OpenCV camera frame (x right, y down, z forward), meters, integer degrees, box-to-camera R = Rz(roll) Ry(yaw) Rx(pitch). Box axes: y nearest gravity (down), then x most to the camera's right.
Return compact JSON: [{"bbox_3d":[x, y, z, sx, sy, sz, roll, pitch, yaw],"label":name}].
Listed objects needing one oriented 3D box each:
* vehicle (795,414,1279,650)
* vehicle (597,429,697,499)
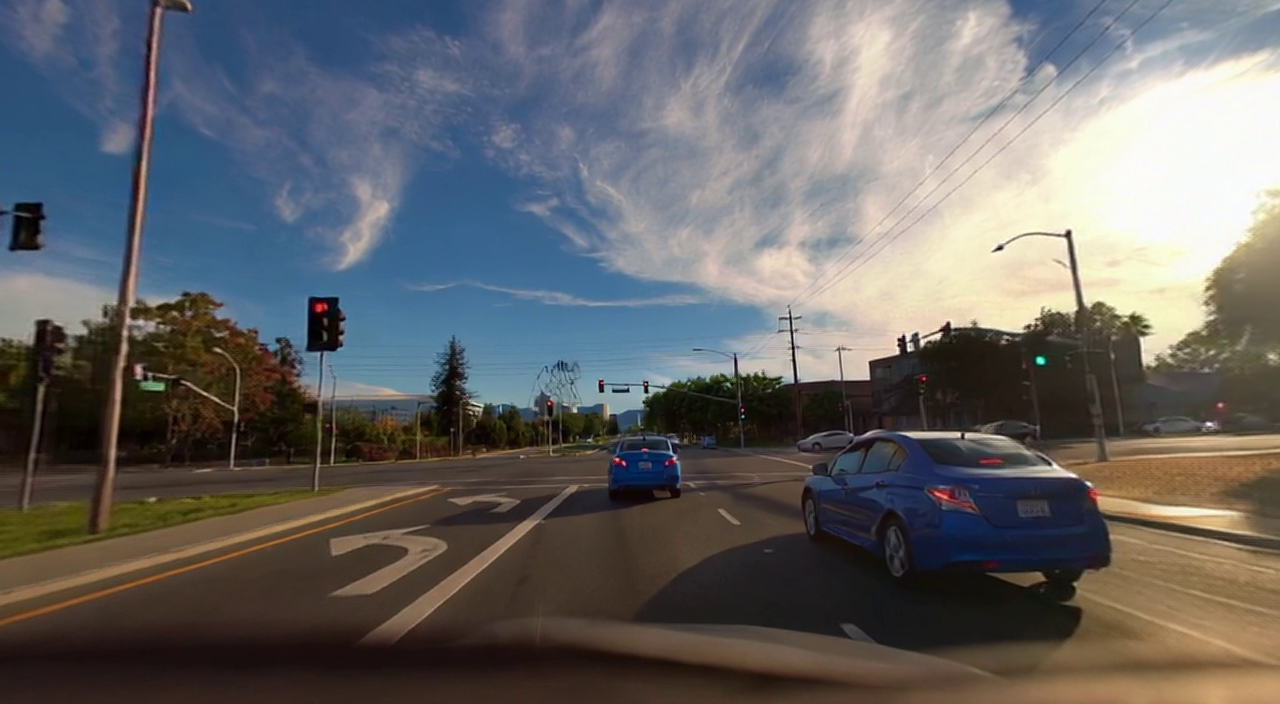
[{"bbox_3d":[3.046,1.434,6.106,2.004,1.448,4.263,0,-8,0],"label":"vehicle"},{"bbox_3d":[0.160,2.677,15.382,2.110,1.466,3.860,0,-8,0],"label":"vehicle"}]
